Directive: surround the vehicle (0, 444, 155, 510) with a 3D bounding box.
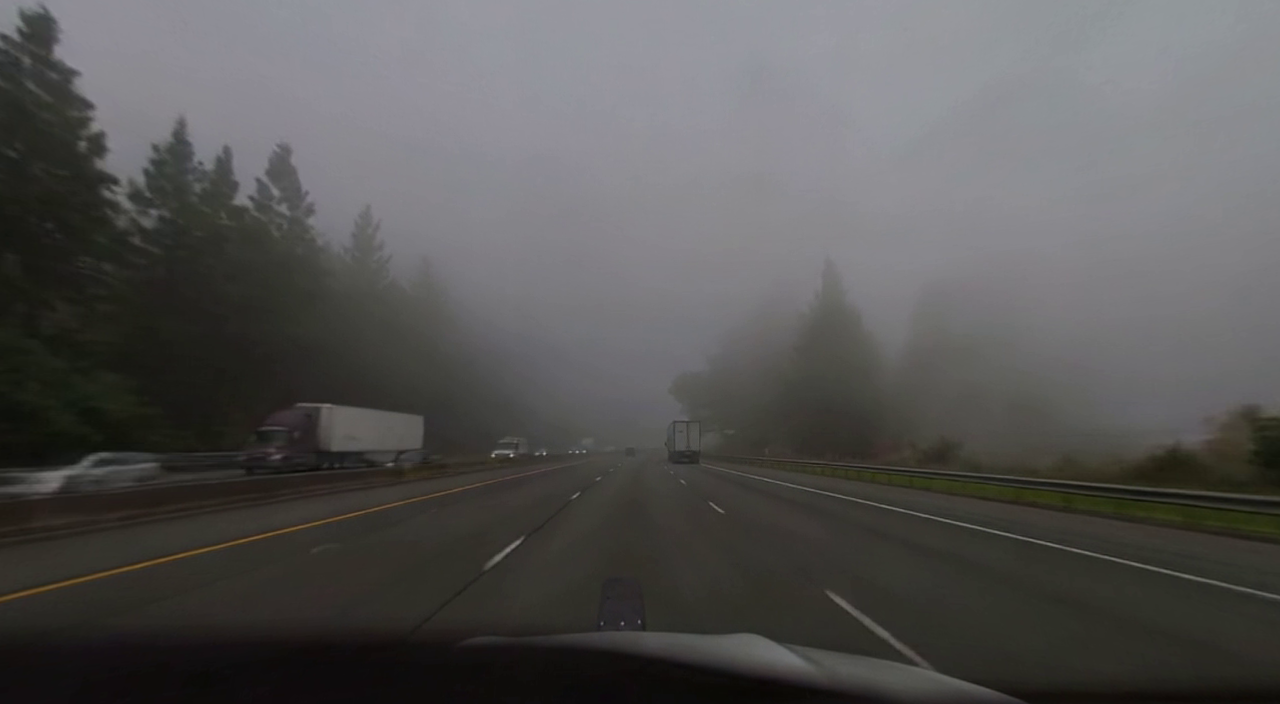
[{"bbox_3d":[-16.334,3.418,17.685,1.977,1.586,4.324,0,-9,0],"label":"vehicle"}]

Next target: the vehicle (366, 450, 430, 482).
[{"bbox_3d":[-11.588,5.462,30.404,1.719,1.414,3.544,0,-9,-1],"label":"vehicle"}]

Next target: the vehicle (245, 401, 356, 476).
[{"bbox_3d":[-19.508,5.094,36.681,3.006,3.995,5.858,0,-9,0],"label":"vehicle"}]
